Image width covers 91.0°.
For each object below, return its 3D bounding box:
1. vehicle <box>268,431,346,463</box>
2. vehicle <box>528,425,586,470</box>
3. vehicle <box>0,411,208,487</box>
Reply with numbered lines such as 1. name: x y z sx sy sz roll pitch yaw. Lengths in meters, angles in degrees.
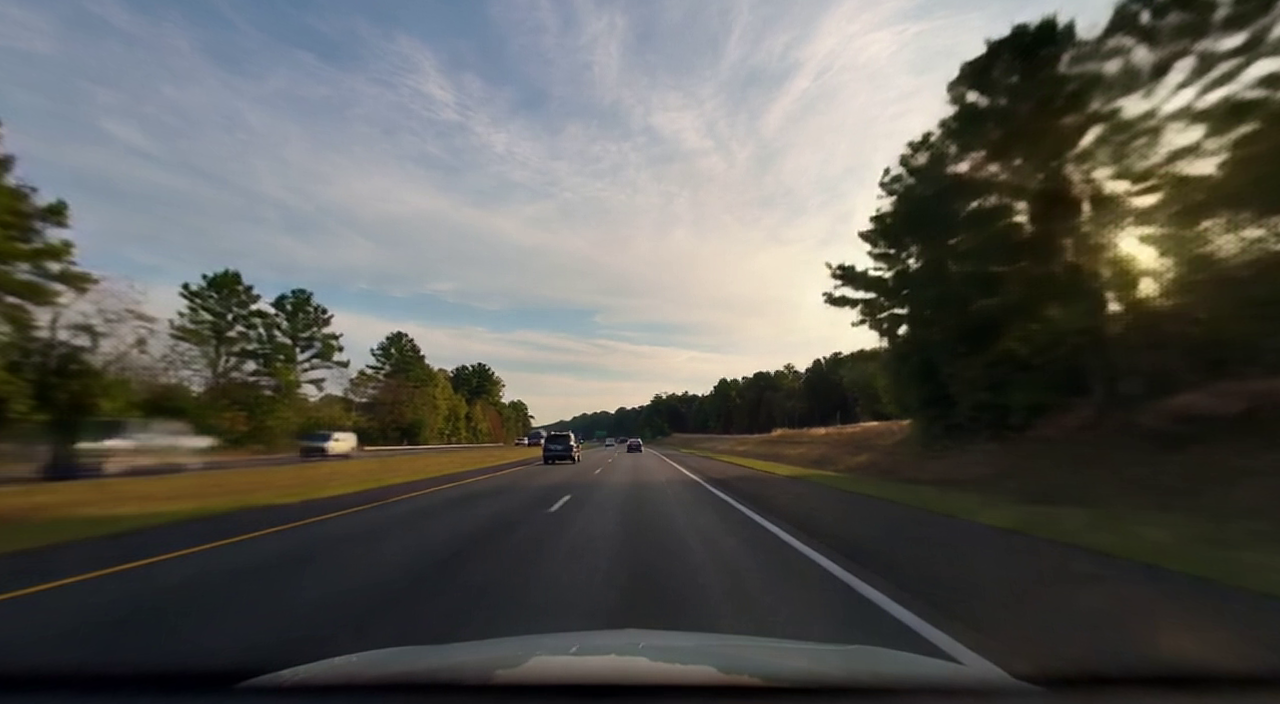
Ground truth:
1. vehicle: -16.969 4.862 32.314 1.797 1.511 4.127 0 -8 -1
2. vehicle: -3.954 4.687 30.996 2.241 2.034 4.890 0 -8 -1
3. vehicle: -12.751 2.295 15.032 1.887 1.536 4.163 0 -8 -1
